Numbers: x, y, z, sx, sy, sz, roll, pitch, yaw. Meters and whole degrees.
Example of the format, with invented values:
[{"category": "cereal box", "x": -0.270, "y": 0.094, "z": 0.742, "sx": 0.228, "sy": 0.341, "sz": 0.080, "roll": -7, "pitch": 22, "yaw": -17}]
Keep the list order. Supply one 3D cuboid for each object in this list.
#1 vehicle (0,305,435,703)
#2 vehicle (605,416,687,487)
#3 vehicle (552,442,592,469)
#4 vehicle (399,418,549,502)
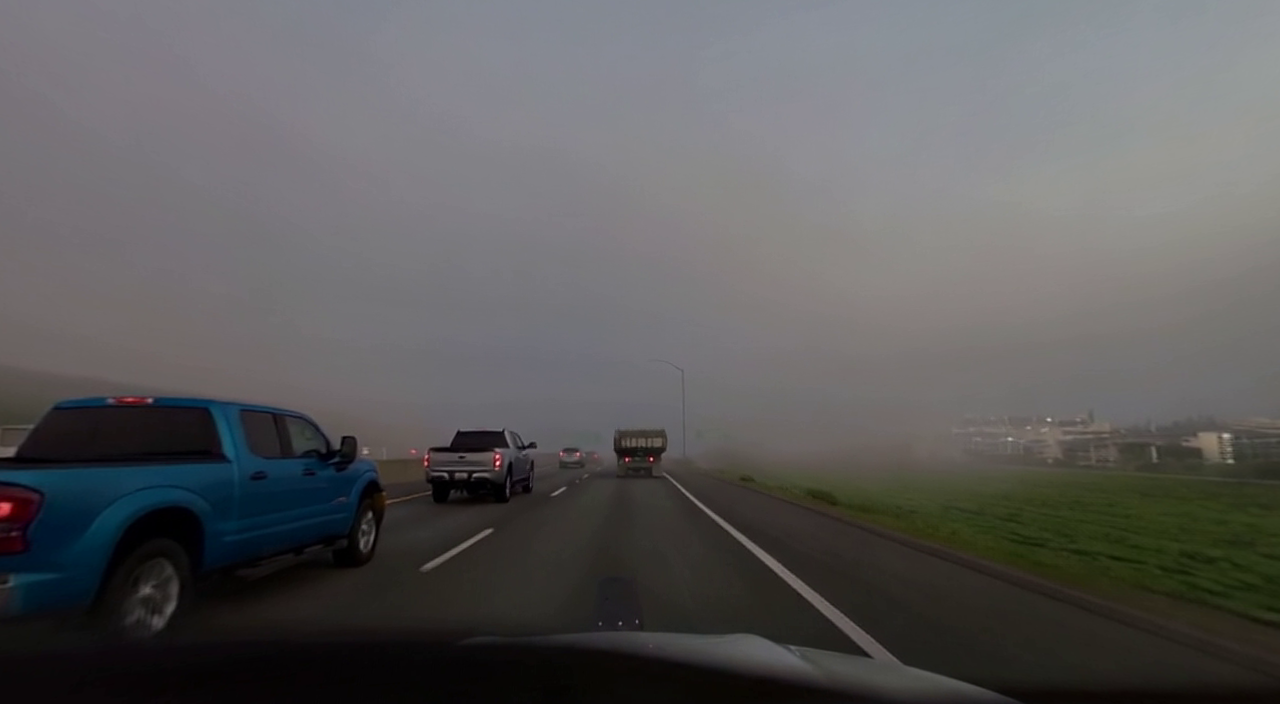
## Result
[{"category": "vehicle", "x": -3.563, "y": 1.100, "z": 4.749, "sx": 2.303, "sy": 1.835, "sz": 5.044, "roll": 0, "pitch": -8, "yaw": 1}, {"category": "vehicle", "x": 0.071, "y": 4.058, "z": 26.084, "sx": 2.886, "sy": 2.471, "sz": 7.692, "roll": 0, "pitch": -8, "yaw": -2}, {"category": "vehicle", "x": -4.854, "y": 7.469, "z": 45.879, "sx": 2.329, "sy": 1.859, "sz": 4.823, "roll": 0, "pitch": -8, "yaw": 0}, {"category": "vehicle", "x": -4.345, "y": 2.982, "z": 17.842, "sx": 2.575, "sy": 1.958, "sz": 5.730, "roll": 0, "pitch": -8, "yaw": 1}]
